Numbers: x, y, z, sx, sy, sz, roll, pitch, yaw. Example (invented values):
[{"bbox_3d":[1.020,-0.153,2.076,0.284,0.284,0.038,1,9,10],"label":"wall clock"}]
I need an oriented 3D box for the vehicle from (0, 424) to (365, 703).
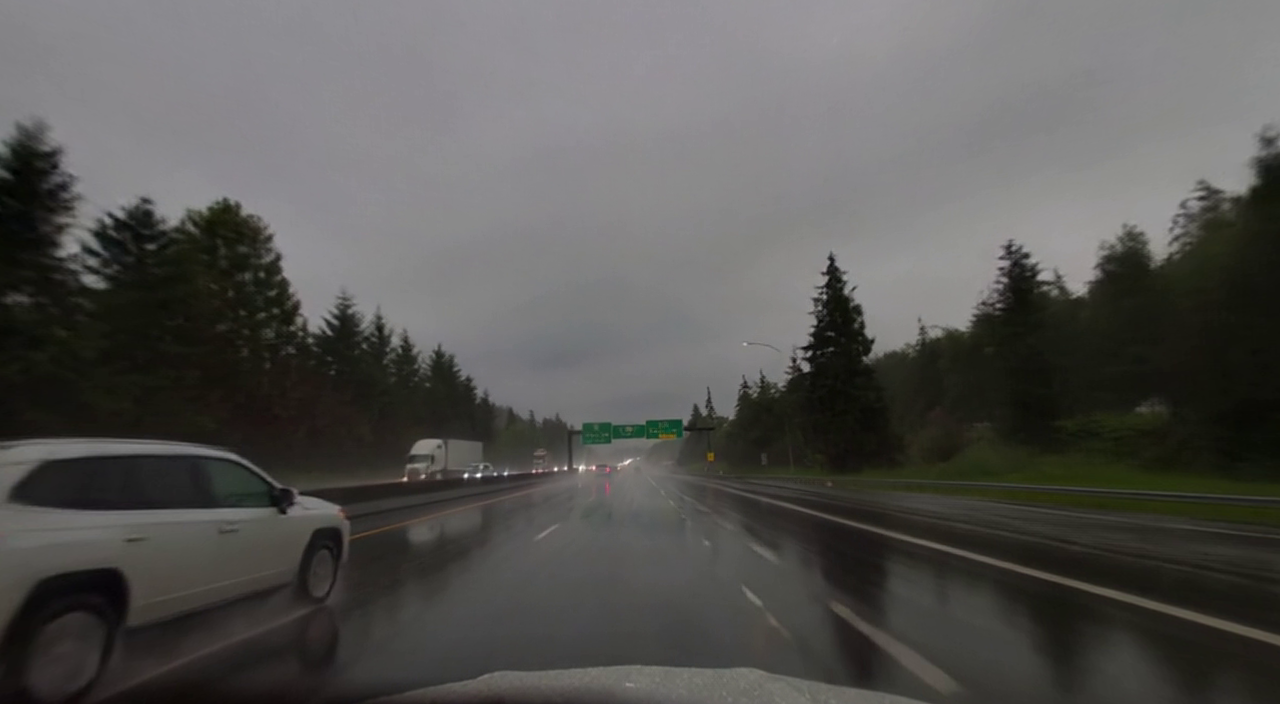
[{"bbox_3d":[-3.740,1.245,3.933,1.998,1.427,4.462,1,-10,0],"label":"vehicle"}]
